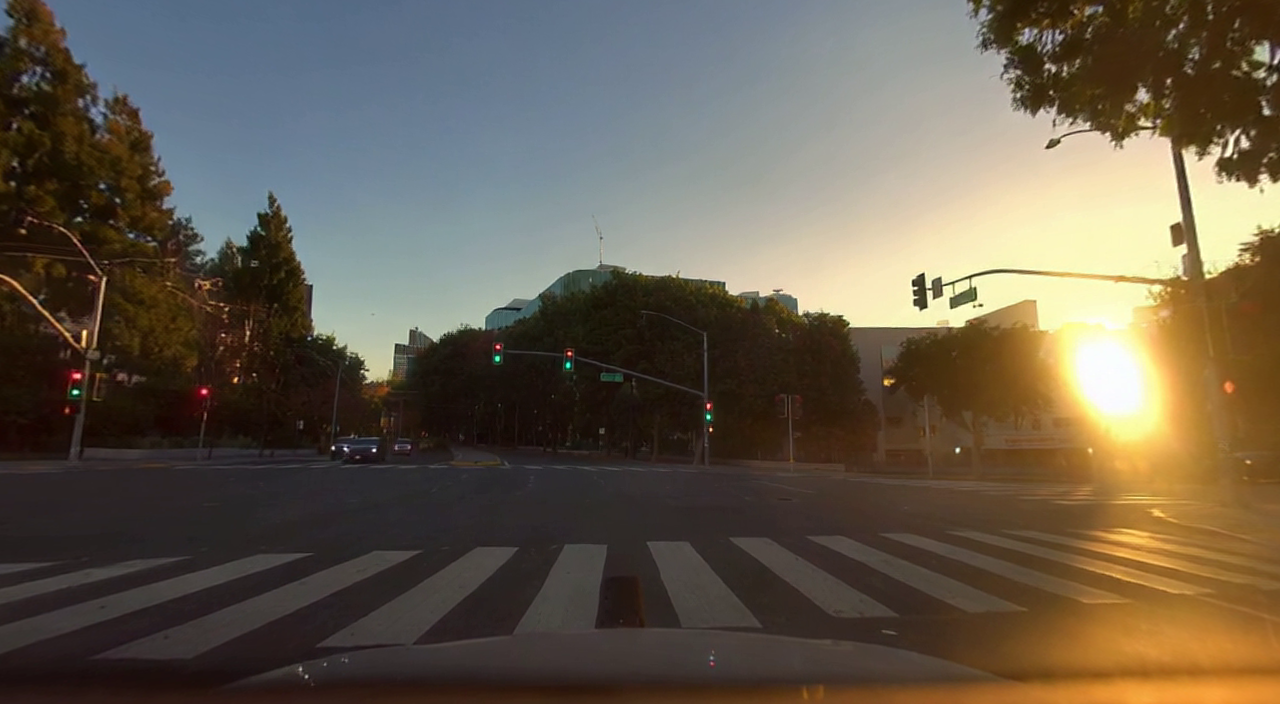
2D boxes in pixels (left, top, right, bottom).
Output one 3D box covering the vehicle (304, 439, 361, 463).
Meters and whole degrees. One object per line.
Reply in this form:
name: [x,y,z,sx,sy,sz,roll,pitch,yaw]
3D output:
vehicle: [-19.769,6.392,40.786,1.918,1.432,4.433,1,-9,-7]
